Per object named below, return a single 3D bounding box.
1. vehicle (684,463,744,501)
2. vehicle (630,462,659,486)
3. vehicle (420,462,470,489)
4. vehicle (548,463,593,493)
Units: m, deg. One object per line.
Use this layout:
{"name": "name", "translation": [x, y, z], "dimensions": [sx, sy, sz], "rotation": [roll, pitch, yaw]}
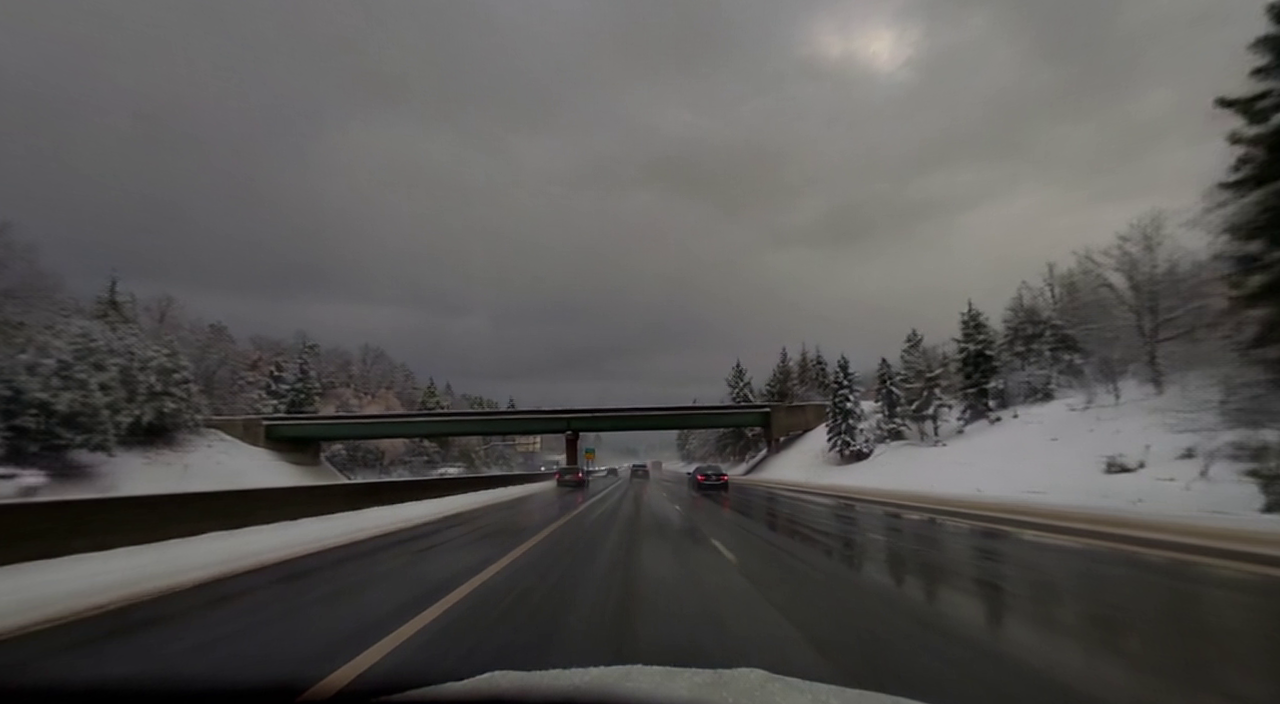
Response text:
{"name": "vehicle", "translation": [3.259, 5.869, 28.591], "dimensions": [2.092, 1.518, 4.348], "rotation": [1, -10, -1]}
{"name": "vehicle", "translation": [0.331, 9.436, 48.795], "dimensions": [2.181, 1.698, 4.056], "rotation": [1, -10, 0]}
{"name": "vehicle", "translation": [-13.413, 8.525, 43.527], "dimensions": [1.934, 1.661, 4.526], "rotation": [1, -10, 1]}
{"name": "vehicle", "translation": [-3.790, 6.940, 34.803], "dimensions": [1.975, 1.486, 3.903], "rotation": [1, -10, 0]}
